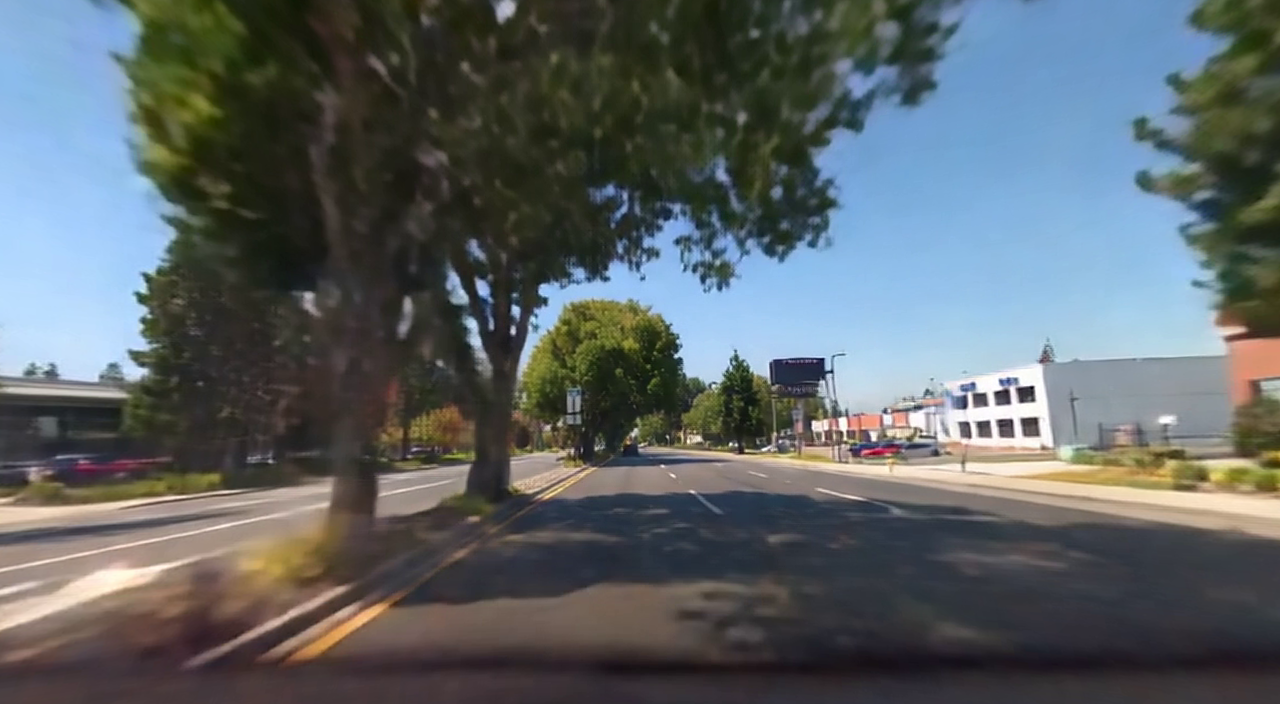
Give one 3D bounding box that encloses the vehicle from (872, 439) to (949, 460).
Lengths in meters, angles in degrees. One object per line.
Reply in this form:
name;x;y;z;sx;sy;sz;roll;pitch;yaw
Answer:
vehicle;20.096;7.268;47.053;4.805;1.473;2.046;0;-8;-3
